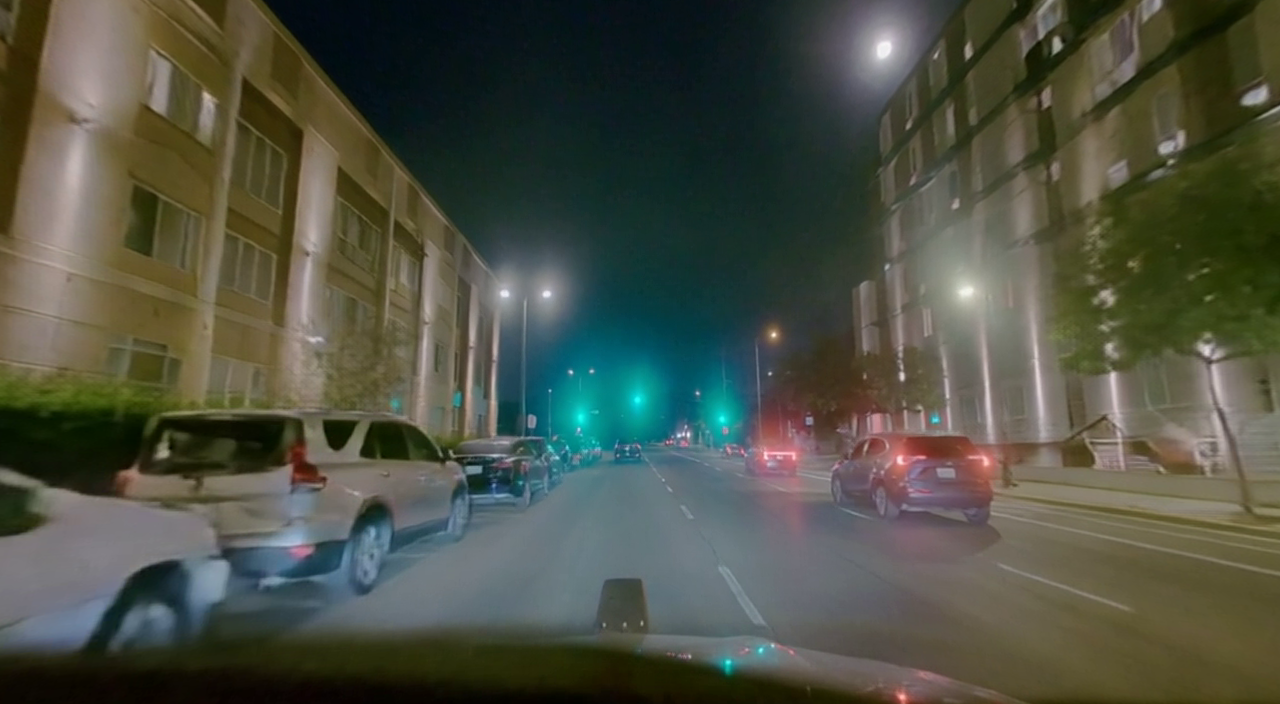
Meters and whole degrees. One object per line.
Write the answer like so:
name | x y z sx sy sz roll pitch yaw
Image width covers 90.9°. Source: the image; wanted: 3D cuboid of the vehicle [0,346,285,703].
vehicle | -3.277 0.741 1.693 1.951 1.671 4.615 0 -8 0

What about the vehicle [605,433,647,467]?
vehicle | -0.715 5.211 33.650 2.122 1.689 3.885 0 -8 0

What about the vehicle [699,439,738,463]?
vehicle | 5.149 6.548 41.829 1.917 1.467 4.452 0 -8 -1

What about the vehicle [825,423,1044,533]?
vehicle | 4.949 2.158 11.391 1.891 1.599 4.173 0 -8 0

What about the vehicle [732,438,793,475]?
vehicle | 5.151 4.418 26.909 1.799 1.463 3.464 0 -8 -2
